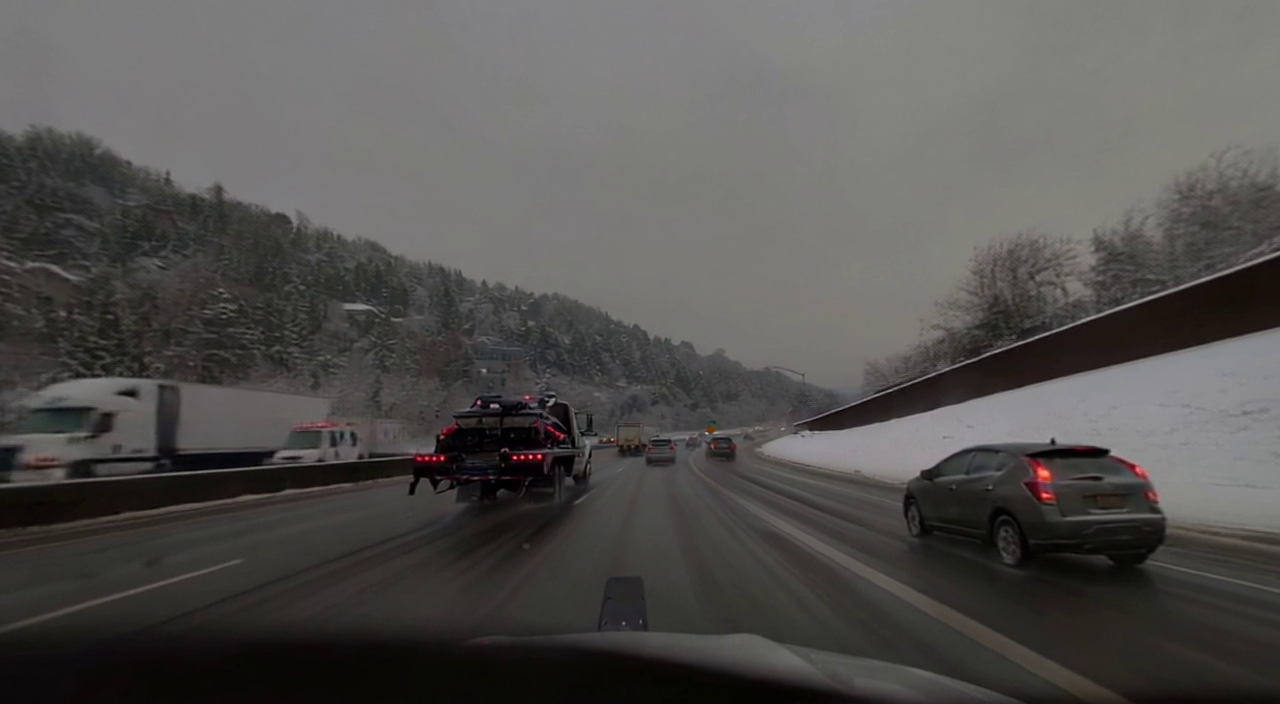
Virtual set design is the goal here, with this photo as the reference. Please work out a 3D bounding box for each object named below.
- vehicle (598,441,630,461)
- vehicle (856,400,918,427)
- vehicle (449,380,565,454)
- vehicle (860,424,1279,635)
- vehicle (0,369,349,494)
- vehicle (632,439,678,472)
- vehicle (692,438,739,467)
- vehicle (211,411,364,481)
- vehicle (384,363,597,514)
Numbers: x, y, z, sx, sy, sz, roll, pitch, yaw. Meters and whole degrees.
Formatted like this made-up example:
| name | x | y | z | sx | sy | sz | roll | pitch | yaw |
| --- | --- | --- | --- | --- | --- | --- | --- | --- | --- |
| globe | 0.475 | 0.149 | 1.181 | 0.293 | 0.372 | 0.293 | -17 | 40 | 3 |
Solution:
| name | x | y | z | sx | sy | sz | roll | pitch | yaw |
| --- | --- | --- | --- | --- | --- | --- | --- | --- | --- |
| vehicle | -1.923 | 7.462 | 47.531 | 2.016 | 1.450 | 4.310 | 0 | -8 | 2 |
| vehicle | 15.254 | 3.870 | 39.157 | 1.930 | 1.454 | 4.126 | 0 | -9 | -4 |
| vehicle | -3.273 | 1.814 | 16.617 | 1.893 | 1.674 | 4.766 | 0 | -8 | 2 |
| vehicle | 4.220 | 1.584 | 6.721 | 2.040 | 1.481 | 4.260 | 0 | -8 | -3 |
| vehicle | -16.623 | 3.245 | 24.790 | 3.195 | 3.540 | 13.835 | 0 | -8 | 3 |
| vehicle | 0.714 | 4.935 | 30.293 | 2.079 | 1.499 | 3.915 | 0 | -8 | 1 |
| vehicle | 4.424 | 5.952 | 37.648 | 2.075 | 1.614 | 4.682 | 0 | -8 | -1 |
| vehicle | -13.211 | 3.602 | 24.266 | 2.548 | 2.365 | 5.452 | 0 | -8 | 2 |
| vehicle | -3.272 | 2.427 | 17.532 | 3.162 | 2.955 | 10.282 | 0 | -8 | 2 |
